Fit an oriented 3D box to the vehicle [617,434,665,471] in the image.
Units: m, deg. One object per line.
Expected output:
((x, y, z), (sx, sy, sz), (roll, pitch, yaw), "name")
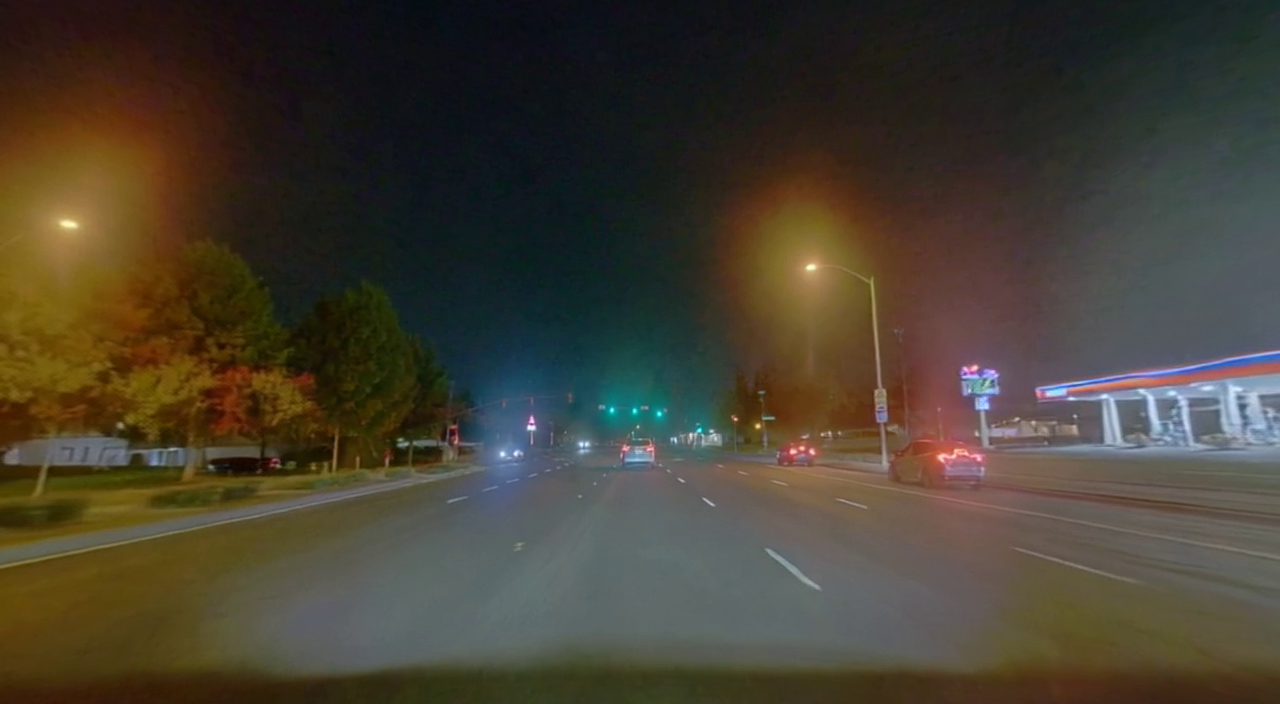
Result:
((0.023, 5.015, 31.505), (2.213, 1.715, 4.242), (0, -8, -1), "vehicle")

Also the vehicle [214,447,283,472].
((-28.353, 7.750, 45.539), (4.662, 1.677, 2.026), (-4, -9, 27), "vehicle")
